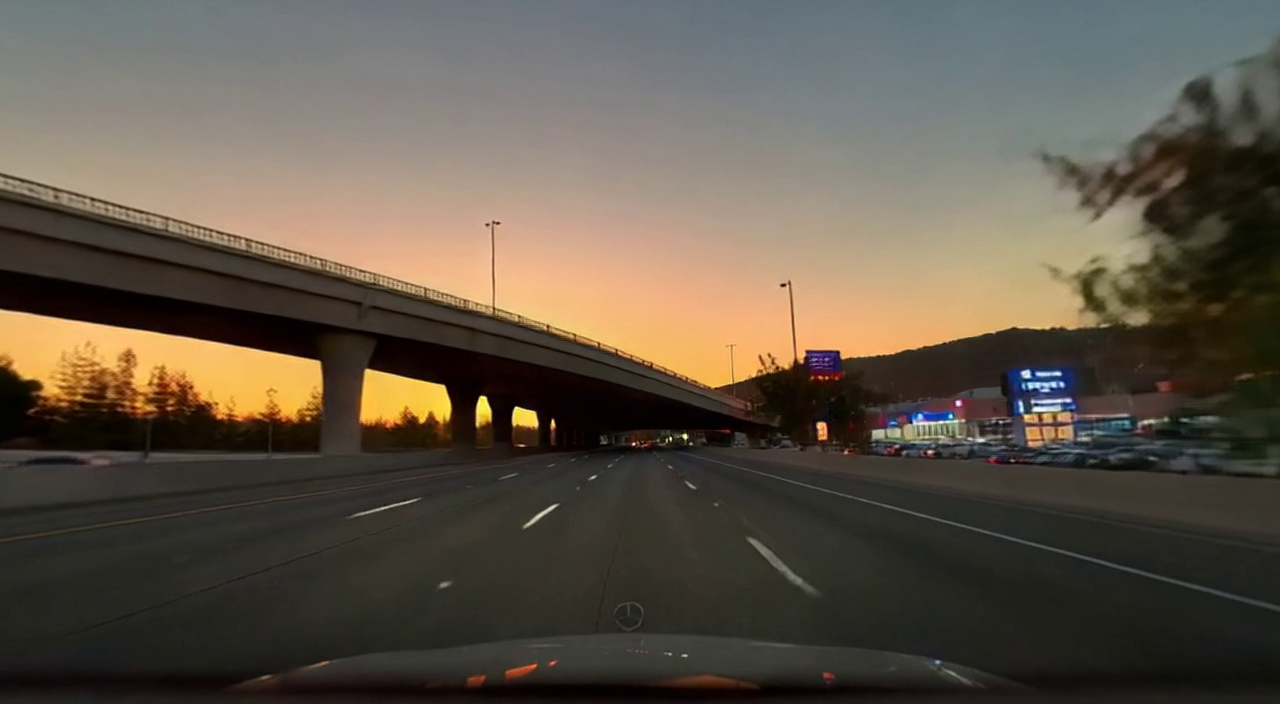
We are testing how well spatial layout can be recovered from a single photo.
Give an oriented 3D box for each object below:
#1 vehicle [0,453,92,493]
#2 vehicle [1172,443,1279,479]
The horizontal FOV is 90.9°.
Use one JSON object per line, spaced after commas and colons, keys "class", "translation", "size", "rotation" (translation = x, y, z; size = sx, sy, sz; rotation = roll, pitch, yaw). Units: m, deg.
{"class": "vehicle", "translation": [-24.977, 4.824, 25.440], "size": [1.832, 1.443, 4.289], "rotation": [0, -8, 1]}
{"class": "vehicle", "translation": [35.942, 6.561, 38.130], "size": [5.313, 1.880, 2.243], "rotation": [-3, -8, 0]}
